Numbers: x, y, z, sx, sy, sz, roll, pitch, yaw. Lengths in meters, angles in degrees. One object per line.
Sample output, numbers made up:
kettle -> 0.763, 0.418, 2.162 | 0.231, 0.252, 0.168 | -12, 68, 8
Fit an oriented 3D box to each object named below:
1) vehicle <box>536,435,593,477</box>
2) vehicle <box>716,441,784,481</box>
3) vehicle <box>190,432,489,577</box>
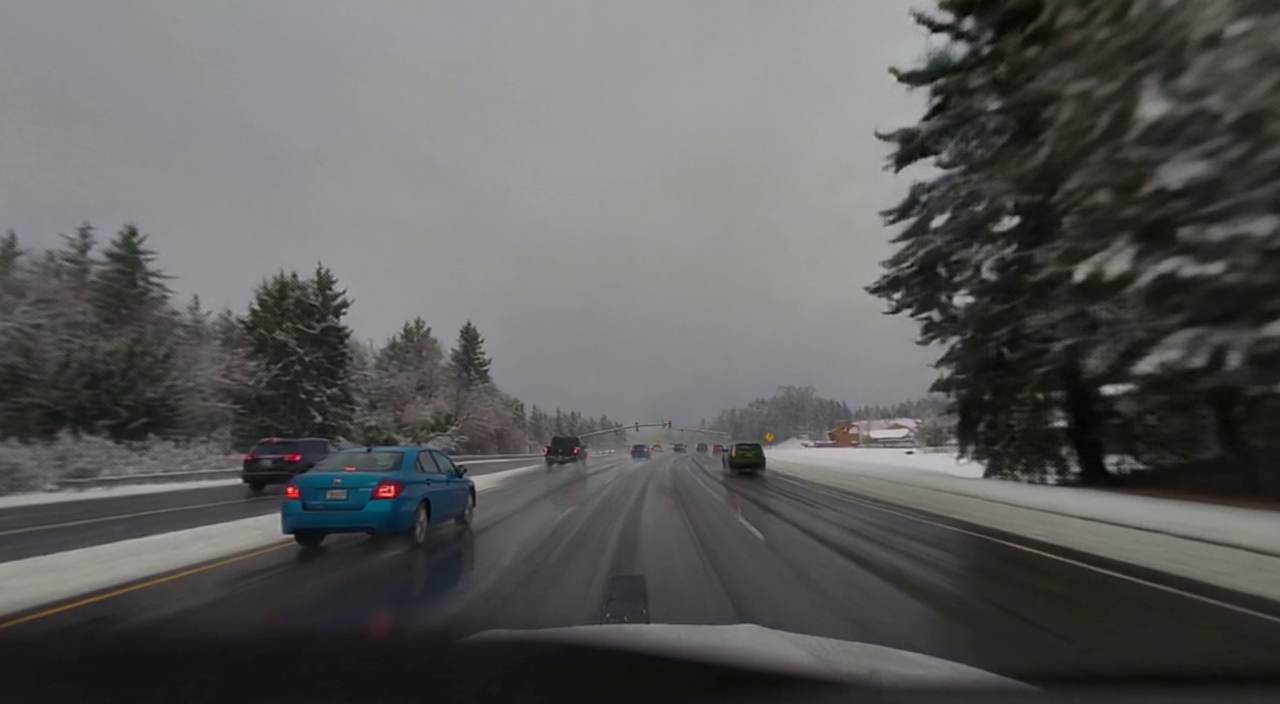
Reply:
vehicle -> -3.555, 4.989, 30.506 | 2.122, 1.847, 4.696 | 0, -8, 0
vehicle -> 4.407, 4.460, 26.046 | 2.100, 1.472, 4.533 | 0, -8, 1
vehicle -> -3.654, 1.914, 8.814 | 1.948, 1.475, 4.461 | 0, -8, 0
